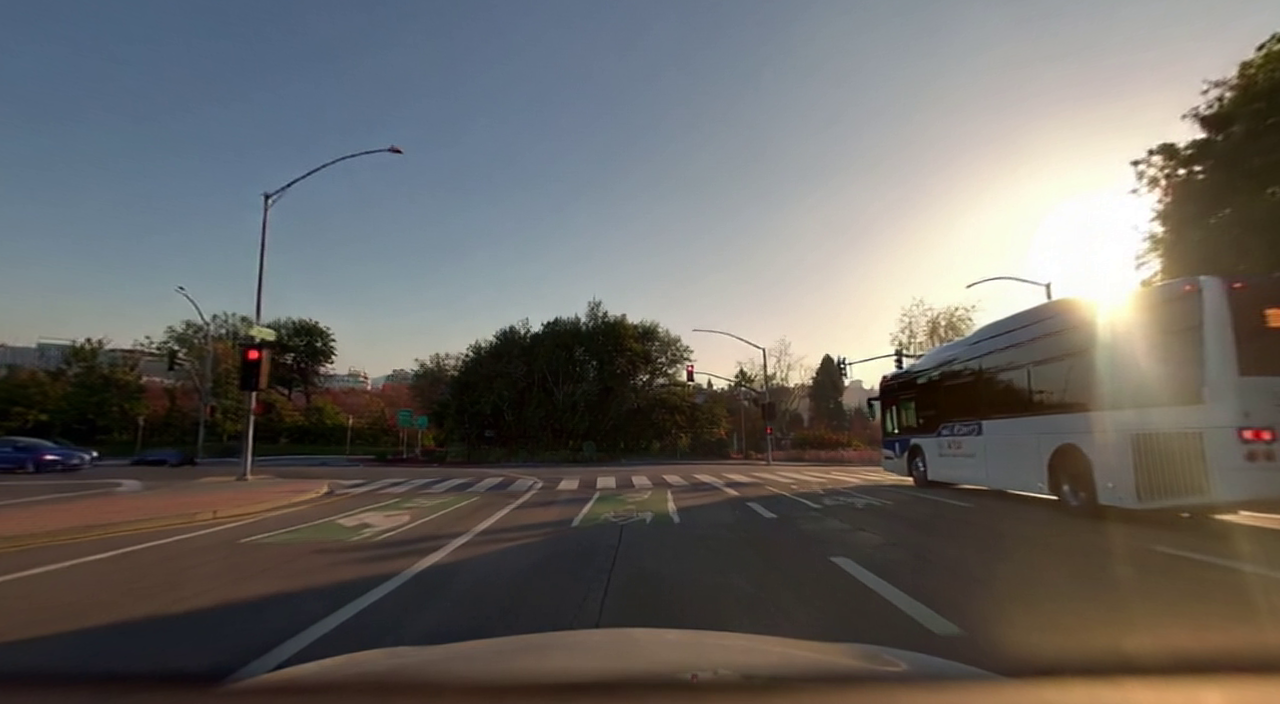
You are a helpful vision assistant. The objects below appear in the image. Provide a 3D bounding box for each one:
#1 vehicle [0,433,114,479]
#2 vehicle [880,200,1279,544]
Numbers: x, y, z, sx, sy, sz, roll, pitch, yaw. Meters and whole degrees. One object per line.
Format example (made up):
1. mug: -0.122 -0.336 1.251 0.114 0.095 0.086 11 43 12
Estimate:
1. vehicle: -23.906 4.005 24.342 5.014 1.675 1.906 3 -9 -20
2. vehicle: 8.976 1.155 13.846 2.916 4.009 13.397 -1 -9 4
